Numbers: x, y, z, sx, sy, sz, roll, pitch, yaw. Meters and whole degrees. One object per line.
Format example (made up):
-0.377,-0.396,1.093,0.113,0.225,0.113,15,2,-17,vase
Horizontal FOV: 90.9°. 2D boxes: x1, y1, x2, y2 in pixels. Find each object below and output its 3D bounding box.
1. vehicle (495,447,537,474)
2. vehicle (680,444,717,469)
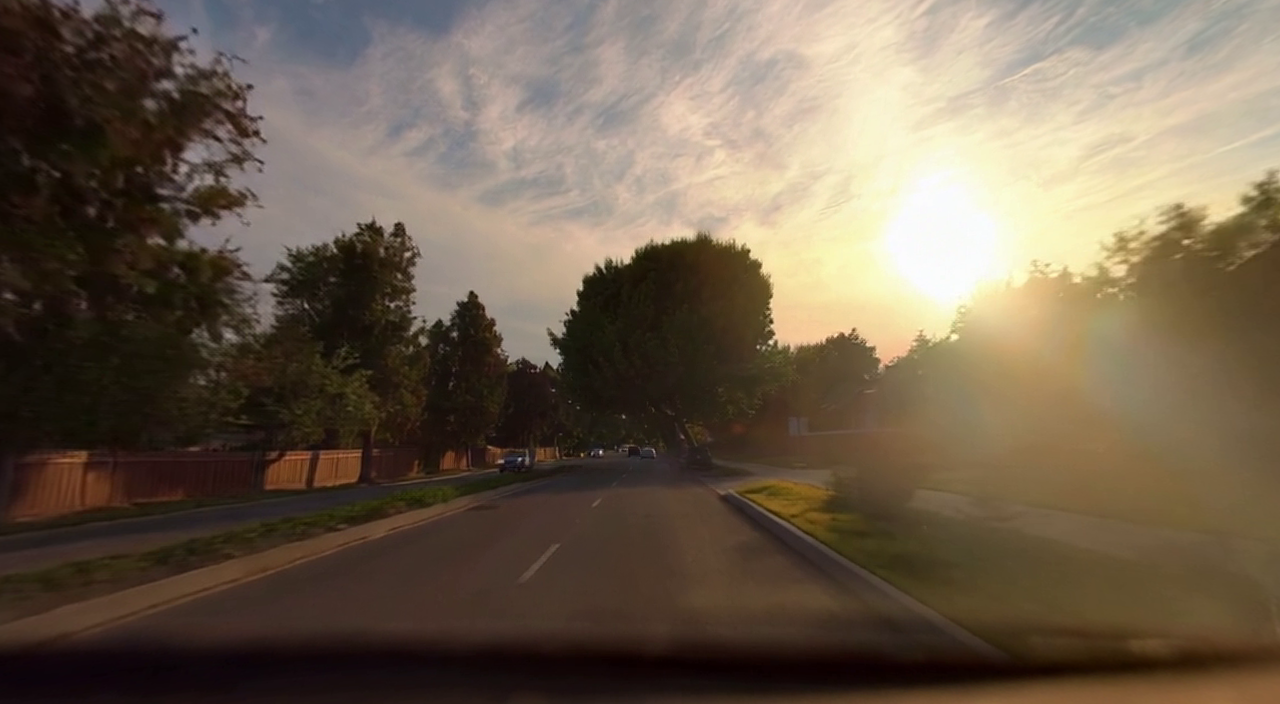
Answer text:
-8.492,7.474,43.521,1.981,1.716,4.315,-1,-8,1,vehicle
3.781,6.867,41.605,2.011,1.507,4.769,0,-8,0,vehicle
